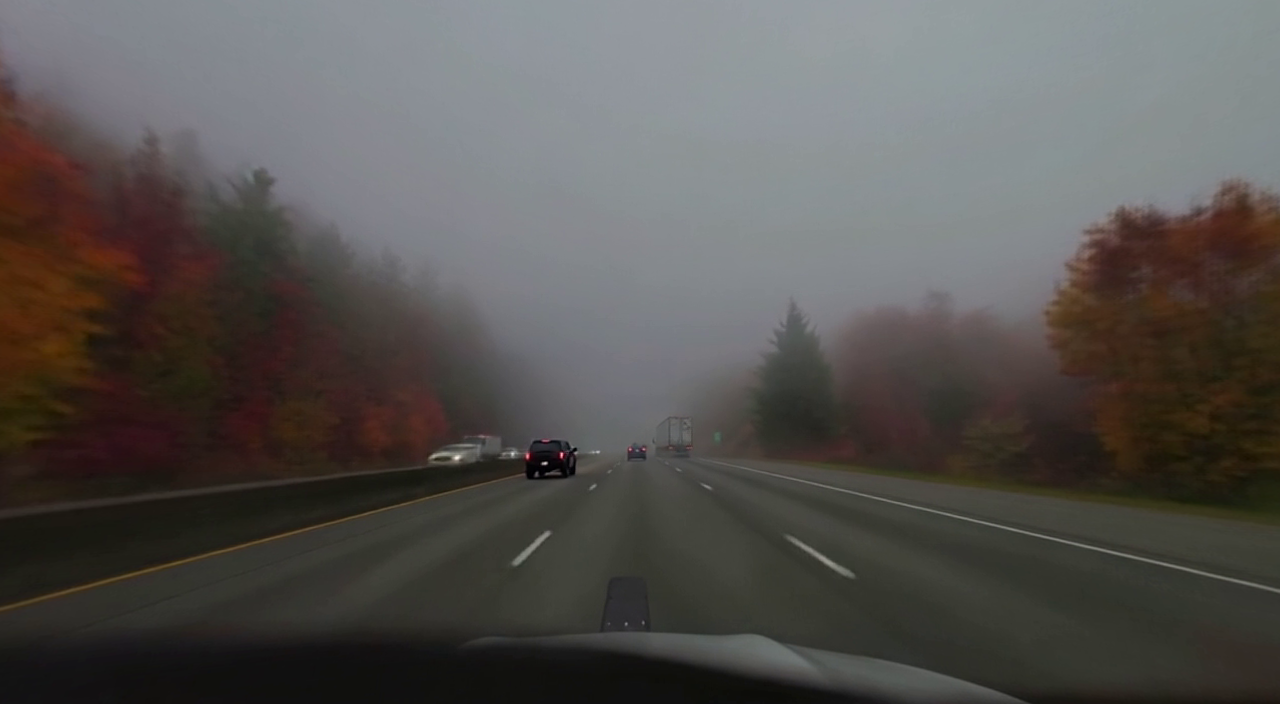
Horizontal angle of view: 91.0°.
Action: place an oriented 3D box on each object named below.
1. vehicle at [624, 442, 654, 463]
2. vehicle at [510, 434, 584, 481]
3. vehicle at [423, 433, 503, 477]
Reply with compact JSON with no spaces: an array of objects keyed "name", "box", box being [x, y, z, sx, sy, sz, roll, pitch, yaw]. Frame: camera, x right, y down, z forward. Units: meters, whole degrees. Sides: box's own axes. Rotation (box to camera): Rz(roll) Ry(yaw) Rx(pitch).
[{"name":"vehicle","box":[-0.055,7.597,47.551,2.152,1.484,4.211,0,-8,0]},{"name":"vehicle","box":[-3.521,4.088,24.727,2.077,1.669,4.739,0,-8,1]},{"name":"vehicle","box":[-6.874,4.024,24.862,1.845,1.577,3.968,-1,-8,2]}]
